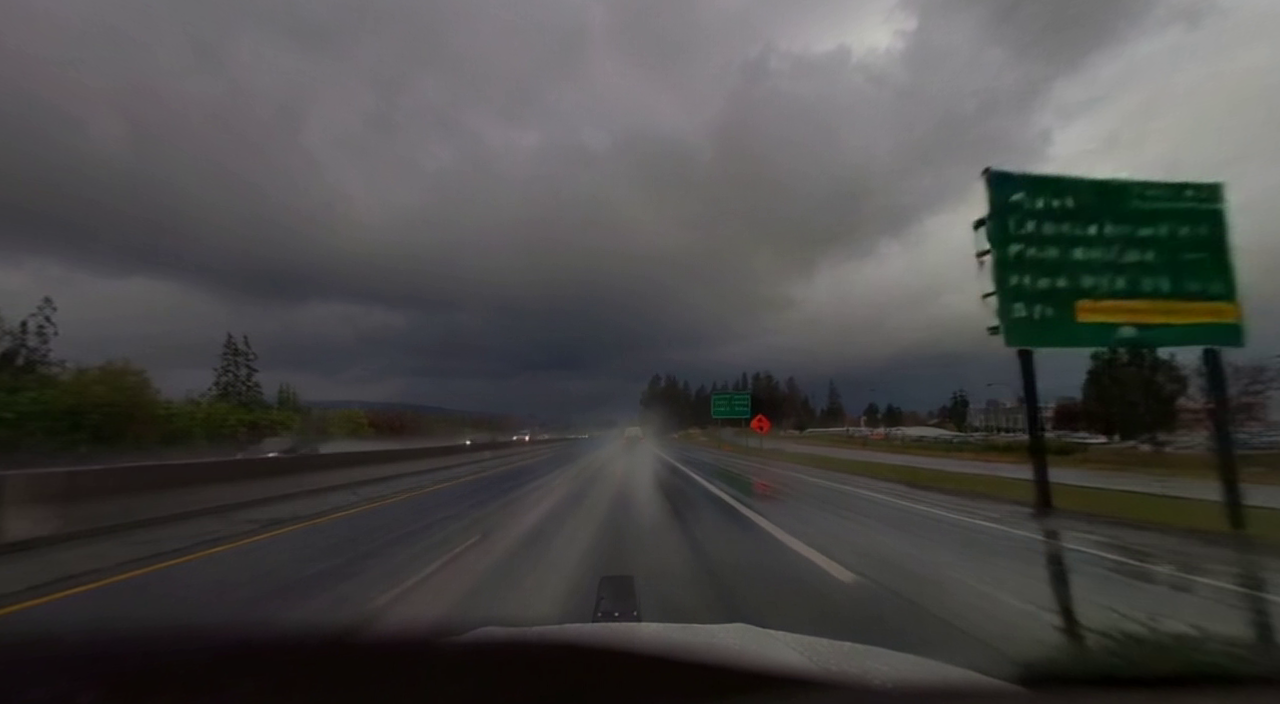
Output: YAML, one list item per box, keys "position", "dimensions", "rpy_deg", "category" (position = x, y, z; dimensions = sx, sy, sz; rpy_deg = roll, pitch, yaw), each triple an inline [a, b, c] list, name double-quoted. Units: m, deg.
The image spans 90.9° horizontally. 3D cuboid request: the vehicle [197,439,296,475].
- position: [-17.175, 4.563, 27.738]
  dimensions: [1.803, 1.448, 4.009]
  rpy_deg: [0, -8, -1]
  category: "vehicle"
